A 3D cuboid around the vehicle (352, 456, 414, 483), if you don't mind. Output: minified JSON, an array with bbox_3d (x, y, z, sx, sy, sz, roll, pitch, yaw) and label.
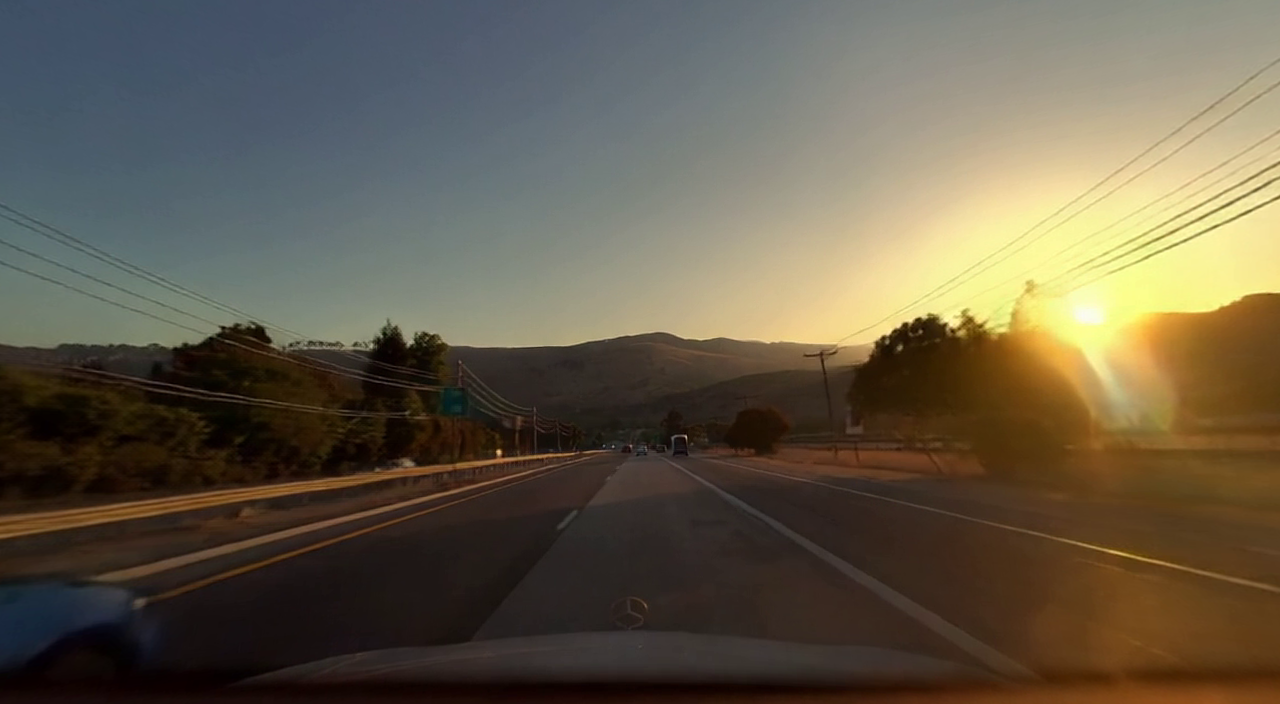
[{"bbox_3d":[-16.408,7.513,40.532,1.884,1.476,4.798,0,-8,1],"label":"vehicle"}]
